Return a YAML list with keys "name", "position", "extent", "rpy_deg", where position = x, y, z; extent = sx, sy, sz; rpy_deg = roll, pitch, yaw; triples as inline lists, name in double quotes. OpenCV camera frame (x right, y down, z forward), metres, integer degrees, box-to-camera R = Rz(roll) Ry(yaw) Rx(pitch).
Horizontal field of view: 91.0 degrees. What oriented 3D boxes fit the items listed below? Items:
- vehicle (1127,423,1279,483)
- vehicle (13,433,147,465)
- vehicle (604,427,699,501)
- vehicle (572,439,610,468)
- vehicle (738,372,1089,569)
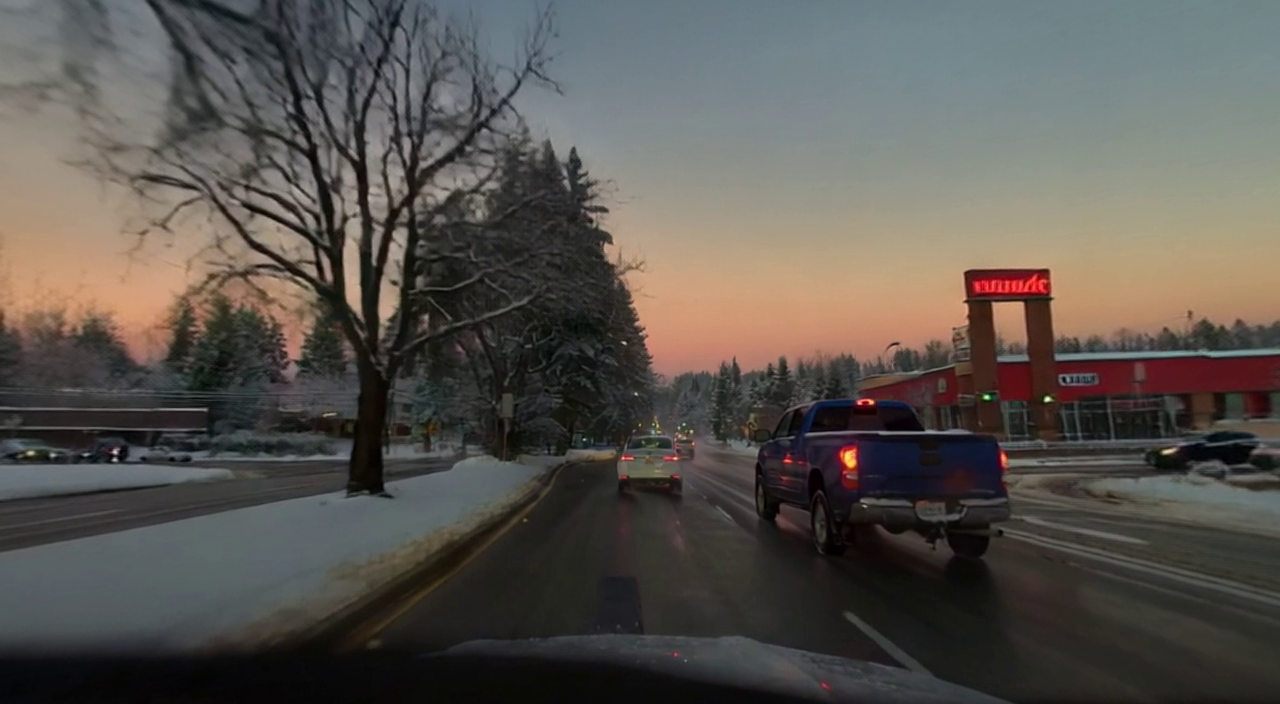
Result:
- name: "vehicle"
  position: [18.562, 3.253, 20.452]
  extent: [1.909, 1.717, 4.451]
  rpy_deg: [0, -9, 1]
- name: "vehicle"
  position: [-32.877, 5.707, 37.097]
  extent: [5.603, 1.772, 2.150]
  rpy_deg: [1, -9, -3]
- name: "vehicle"
  position: [0.247, 2.828, 16.300]
  extent: [2.145, 1.650, 4.021]
  rpy_deg: [0, -8, 0]
- name: "vehicle"
  position: [-2.749, 5.564, 34.756]
  extent: [1.960, 1.475, 4.161]
  rpy_deg: [1, -9, -6]
- name: "vehicle"
  position: [3.385, 1.708, 9.813]
  extent: [2.731, 2.101, 6.047]
  rpy_deg: [0, -9, 0]
